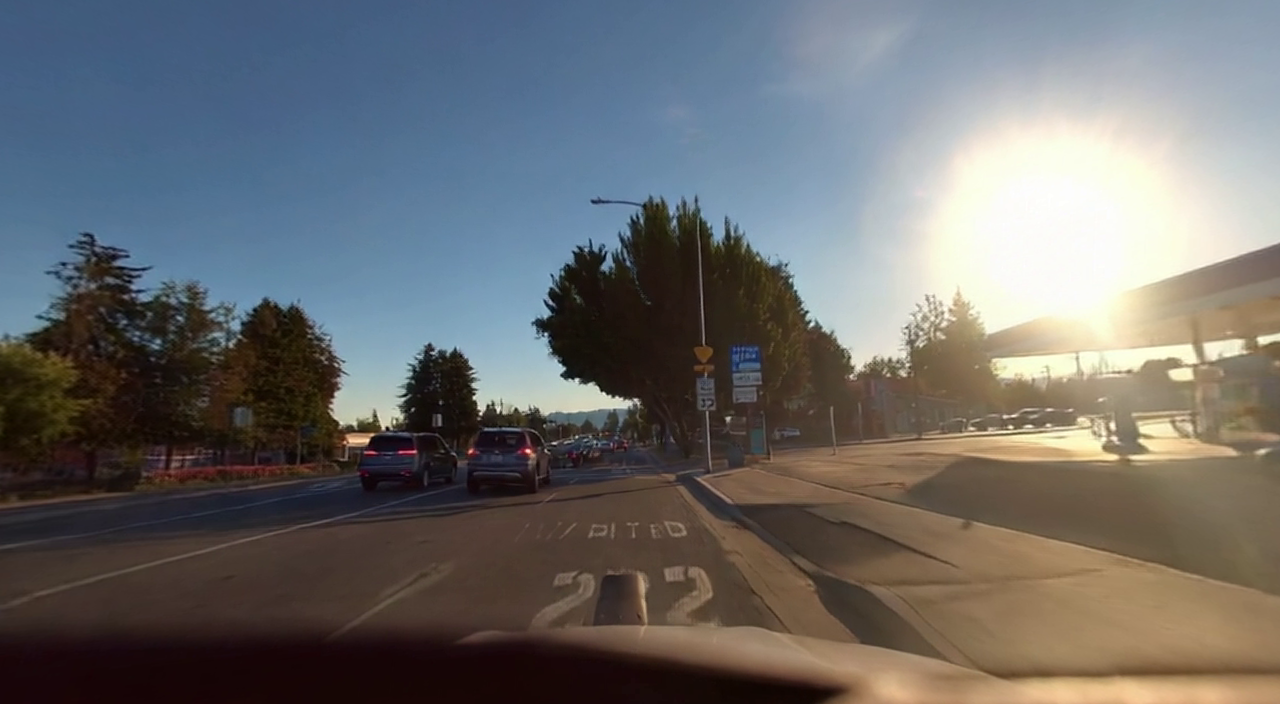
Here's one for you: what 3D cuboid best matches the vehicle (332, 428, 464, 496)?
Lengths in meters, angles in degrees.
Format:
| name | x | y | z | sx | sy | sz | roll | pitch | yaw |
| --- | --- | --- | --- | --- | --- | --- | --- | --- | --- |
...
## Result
| name | x | y | z | sx | sy | sz | roll | pitch | yaw |
| --- | --- | --- | --- | --- | --- | --- | --- | --- | --- |
| vehicle | -7.096 | 3.276 | 19.103 | 2.102 | 1.774 | 4.662 | 0 | -9 | 1 |

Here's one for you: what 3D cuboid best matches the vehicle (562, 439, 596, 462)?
| name | x | y | z | sx | sy | sz | roll | pitch | yaw |
| --- | --- | --- | --- | --- | --- | --- | --- | --- | --- |
| vehicle | -4.441 | 7.206 | 46.218 | 2.060 | 1.580 | 3.980 | 0 | -9 | 1 |

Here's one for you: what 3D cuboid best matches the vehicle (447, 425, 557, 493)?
| name | x | y | z | sx | sy | sz | roll | pitch | yaw |
| --- | --- | --- | --- | --- | --- | --- | --- | --- | --- |
| vehicle | -4.023 | 3.220 | 19.214 | 2.306 | 1.815 | 4.476 | 0 | -9 | 0 |

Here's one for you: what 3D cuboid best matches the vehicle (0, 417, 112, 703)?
| name | x | y | z | sx | sy | sz | roll | pitch | yaw |
| --- | --- | --- | --- | --- | --- | --- | --- | --- | --- |
| vehicle | -3.373 | 0.719 | 0.625 | 1.888 | 1.452 | 4.303 | 0 | -9 | 1 |
